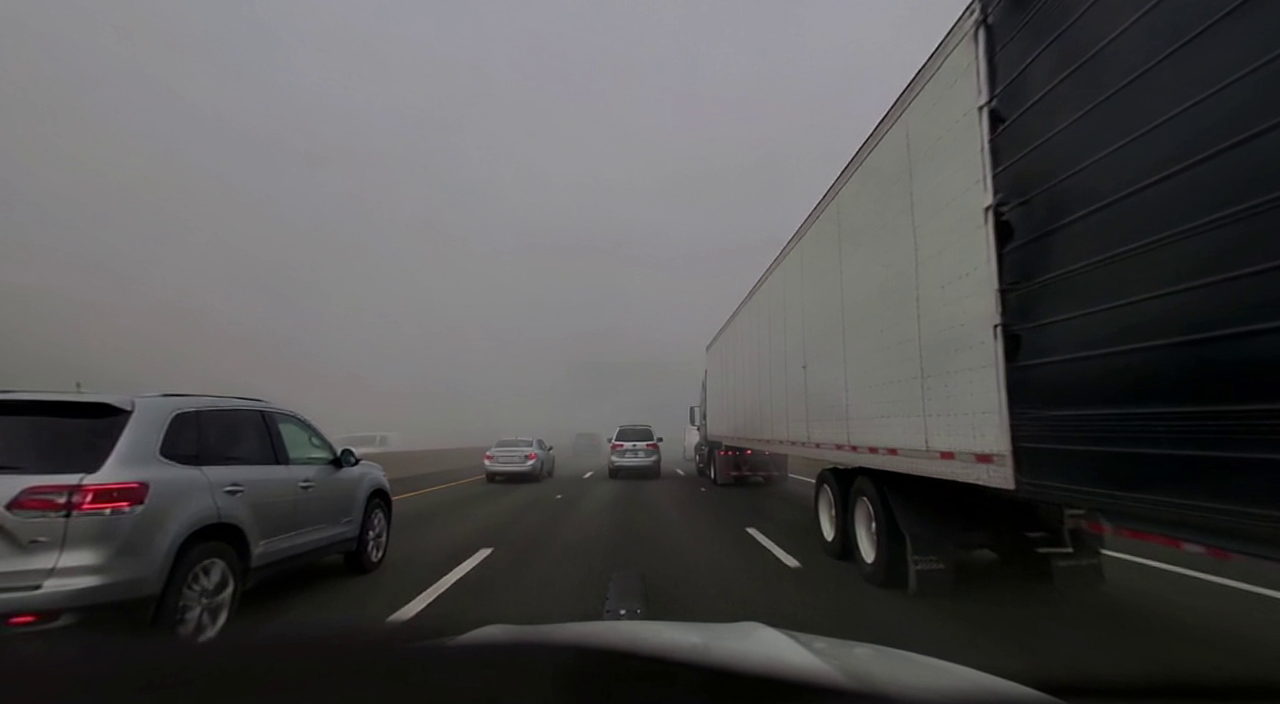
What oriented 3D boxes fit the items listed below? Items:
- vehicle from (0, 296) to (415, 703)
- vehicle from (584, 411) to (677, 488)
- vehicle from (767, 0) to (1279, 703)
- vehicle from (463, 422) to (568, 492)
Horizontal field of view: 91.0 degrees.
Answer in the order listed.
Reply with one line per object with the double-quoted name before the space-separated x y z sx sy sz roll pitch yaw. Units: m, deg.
"vehicle" -3.394 0.958 3.893 2.193 1.803 4.958 0 -8 -1
"vehicle" -0.327 3.274 21.340 2.704 2.216 5.804 0 -8 -1
"vehicle" 3.635 -0.331 2.744 2.852 4.121 16.210 0 -8 0
"vehicle" -3.523 3.109 18.872 2.120 1.812 4.659 0 -8 1
